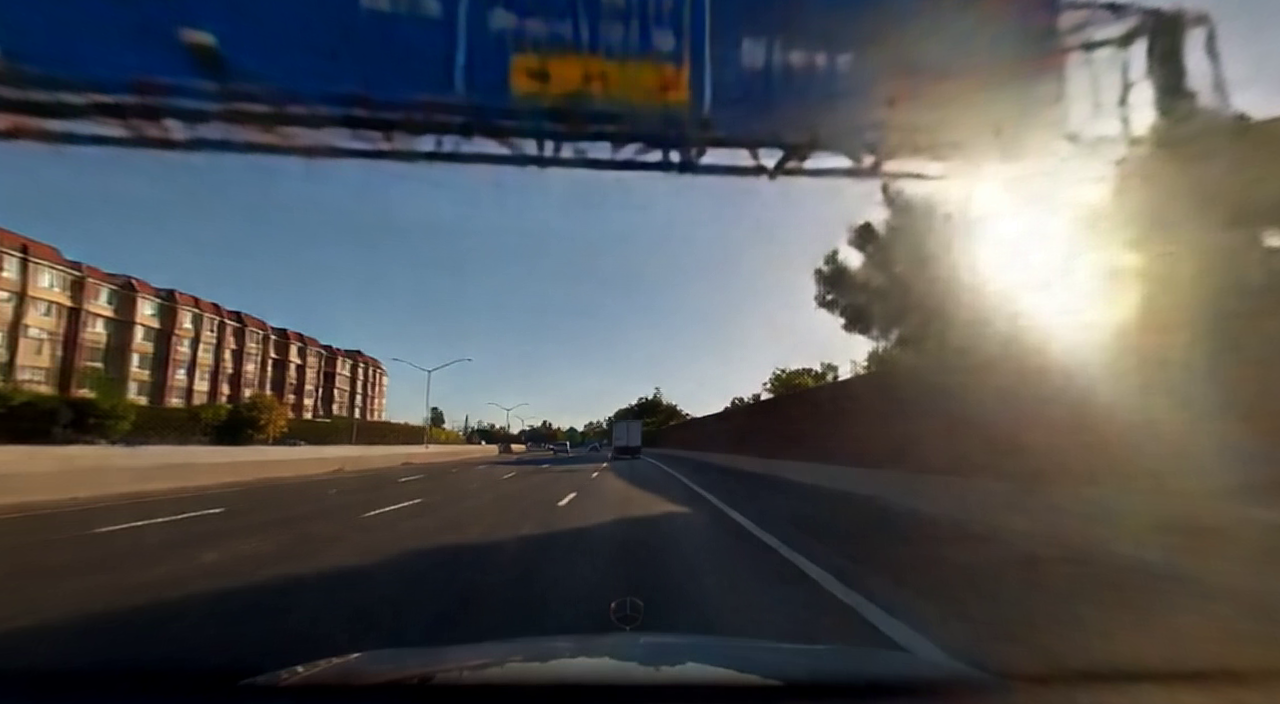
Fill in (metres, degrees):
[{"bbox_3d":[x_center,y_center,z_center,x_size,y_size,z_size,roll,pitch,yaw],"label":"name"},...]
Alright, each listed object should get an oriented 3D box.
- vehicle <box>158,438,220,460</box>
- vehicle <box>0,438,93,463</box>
[{"bbox_3d":[-33.750,7.281,47.354,1.797,1.518,3.946,0,-8,-1],"label":"vehicle"},{"bbox_3d":[-40.354,6.702,43.048,1.858,1.574,4.642,0,-8,-1],"label":"vehicle"}]
